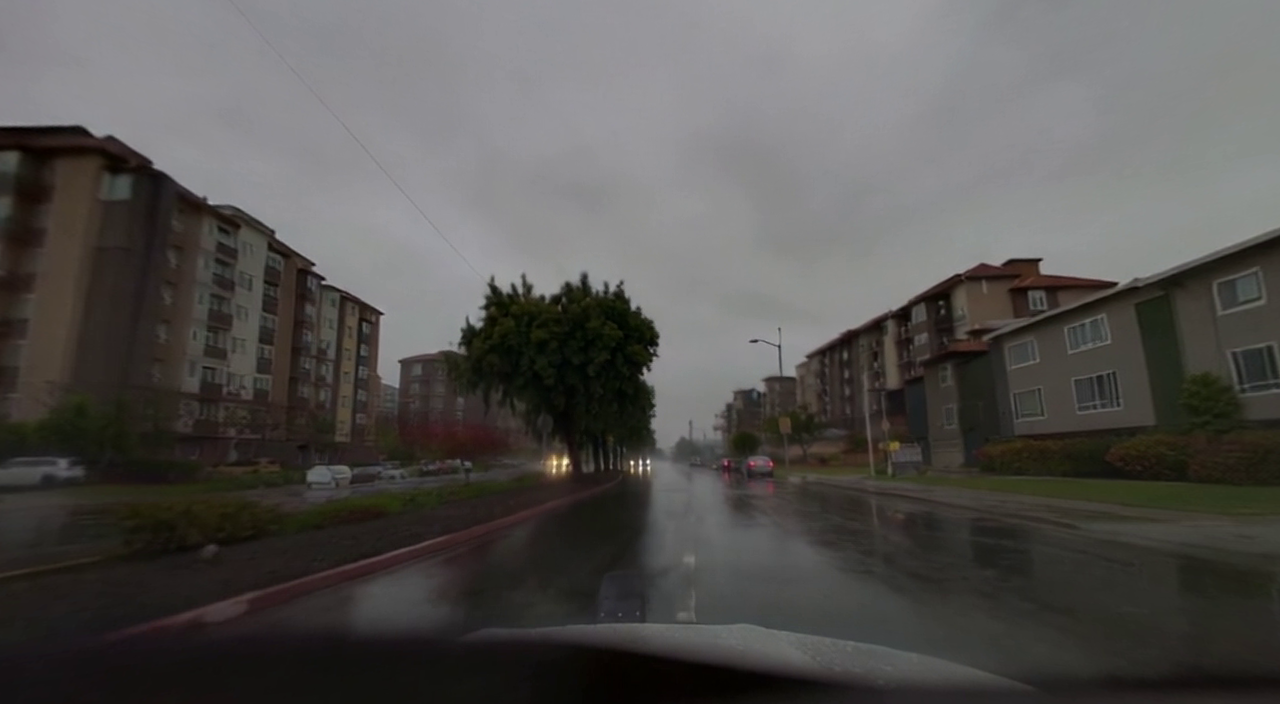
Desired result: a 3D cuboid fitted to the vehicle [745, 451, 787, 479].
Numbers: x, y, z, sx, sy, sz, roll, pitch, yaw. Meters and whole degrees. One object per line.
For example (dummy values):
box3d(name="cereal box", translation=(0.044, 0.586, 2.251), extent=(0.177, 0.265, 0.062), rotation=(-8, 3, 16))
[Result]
box3d(name="vehicle", translation=(9.071, 8.155, 45.763), extent=(2.241, 1.877, 4.810), rotation=(-1, -9, 2))

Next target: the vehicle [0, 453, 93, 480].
box3d(name="vehicle", translation=(-38.048, 7.332, 40.351), extent=(4.334, 1.686, 1.925), rotation=(-2, -9, 9))

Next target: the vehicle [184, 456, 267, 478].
box3d(name="vehicle", translation=(-31.193, 8.628, 47.397), extent=(4.818, 1.567, 2.023), rotation=(8, -13, -42))
